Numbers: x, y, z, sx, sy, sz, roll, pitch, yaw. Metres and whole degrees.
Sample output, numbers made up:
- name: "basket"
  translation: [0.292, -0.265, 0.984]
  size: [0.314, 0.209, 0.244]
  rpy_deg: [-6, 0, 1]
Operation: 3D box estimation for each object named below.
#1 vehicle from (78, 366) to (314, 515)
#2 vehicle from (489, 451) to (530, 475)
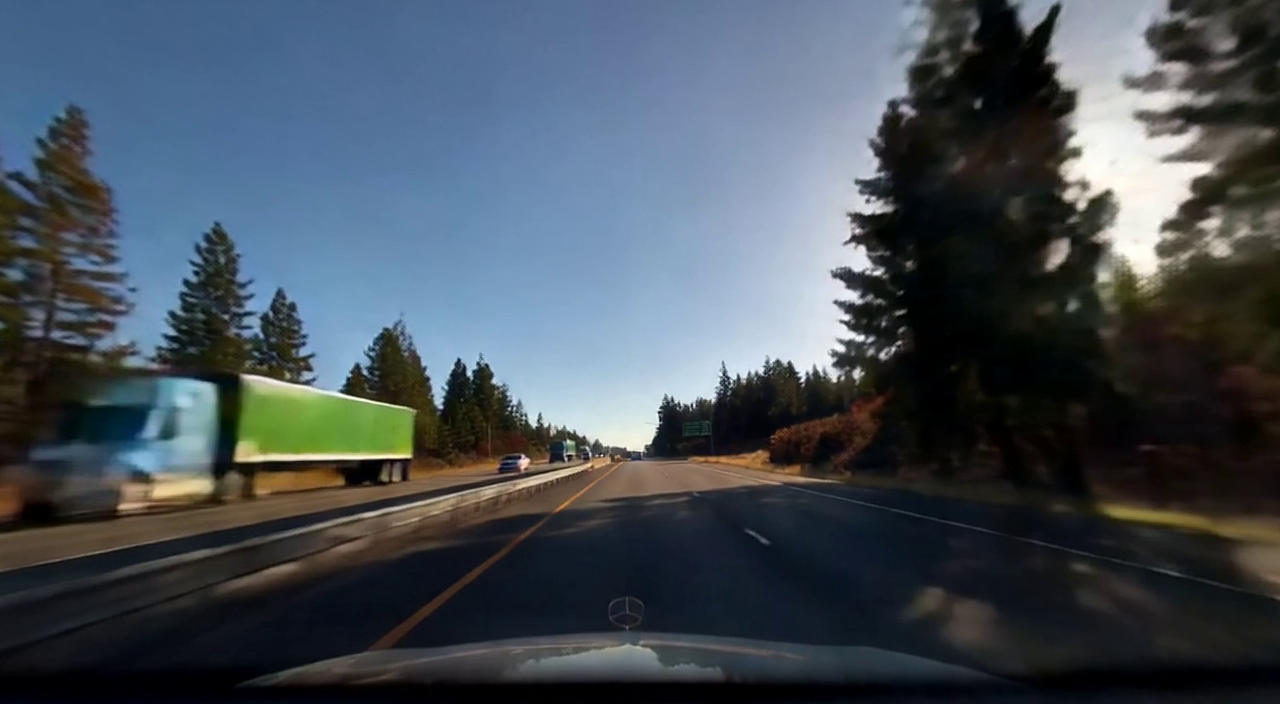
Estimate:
- name: "vehicle"
  translation: [-13.506, 2.810, 20.002]
  size: [3.012, 3.998, 5.861]
  rpy_deg: [0, -9, 0]
- name: "vehicle"
  translation: [-8.698, 7.414, 42.194]
  size: [1.872, 1.517, 3.967]
  rpy_deg: [0, -9, 0]
